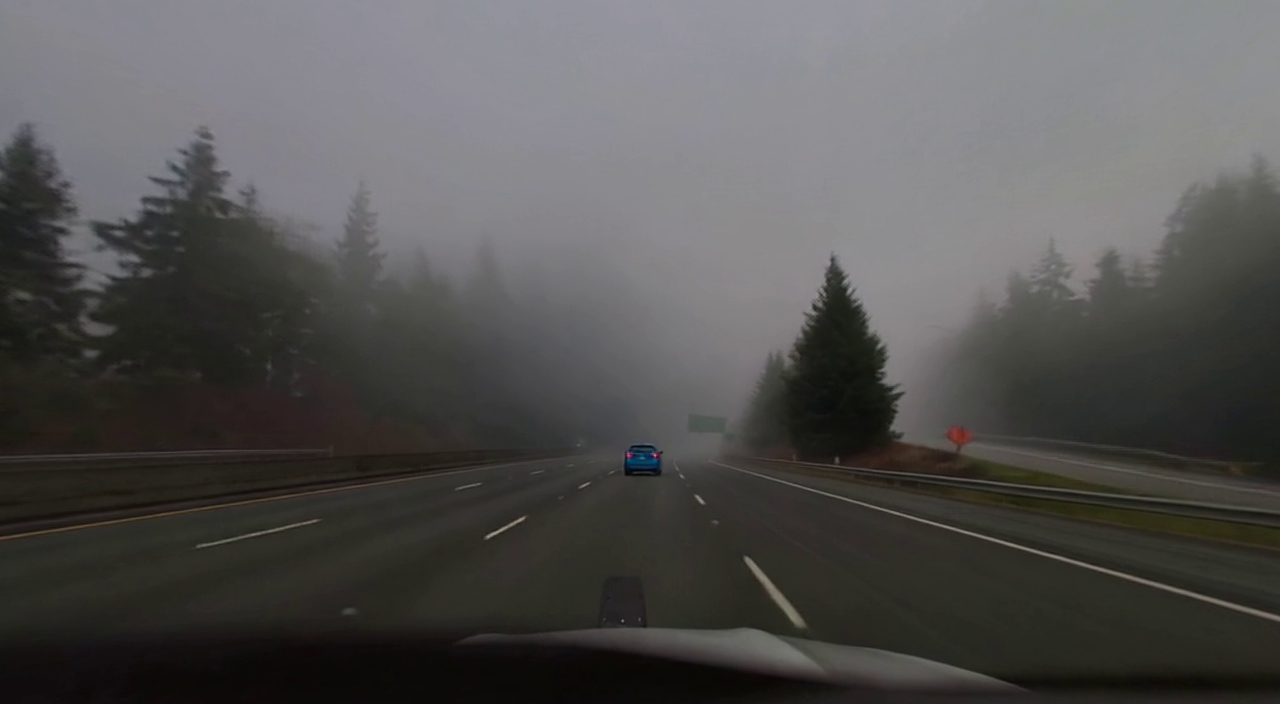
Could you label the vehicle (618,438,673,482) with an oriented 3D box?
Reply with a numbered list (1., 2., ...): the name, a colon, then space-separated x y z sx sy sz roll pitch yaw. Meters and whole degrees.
1. vehicle: 0.323 4.549 26.704 2.133 1.686 4.203 -1 -8 3
